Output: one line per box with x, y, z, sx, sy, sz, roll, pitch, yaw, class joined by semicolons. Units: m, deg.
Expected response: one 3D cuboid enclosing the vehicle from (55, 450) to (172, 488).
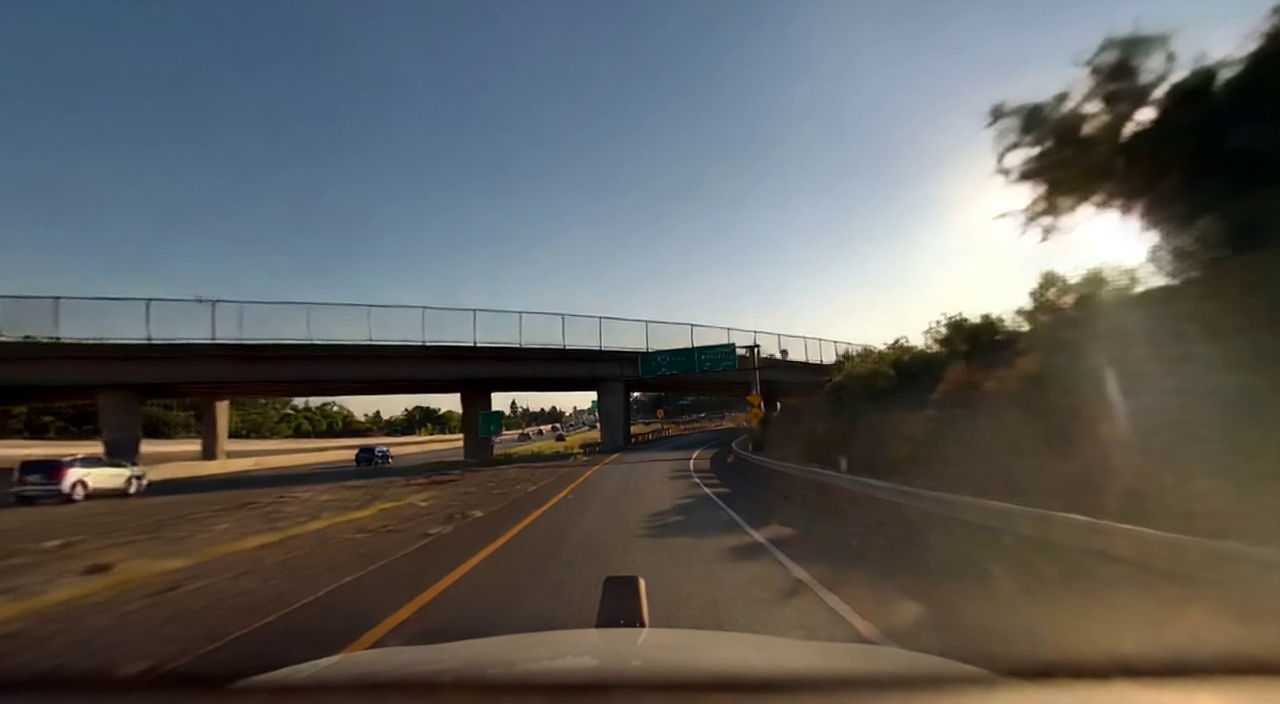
-27.925;6.181;33.675;2.209;1.778;5.108;1;-8;-6;vehicle
